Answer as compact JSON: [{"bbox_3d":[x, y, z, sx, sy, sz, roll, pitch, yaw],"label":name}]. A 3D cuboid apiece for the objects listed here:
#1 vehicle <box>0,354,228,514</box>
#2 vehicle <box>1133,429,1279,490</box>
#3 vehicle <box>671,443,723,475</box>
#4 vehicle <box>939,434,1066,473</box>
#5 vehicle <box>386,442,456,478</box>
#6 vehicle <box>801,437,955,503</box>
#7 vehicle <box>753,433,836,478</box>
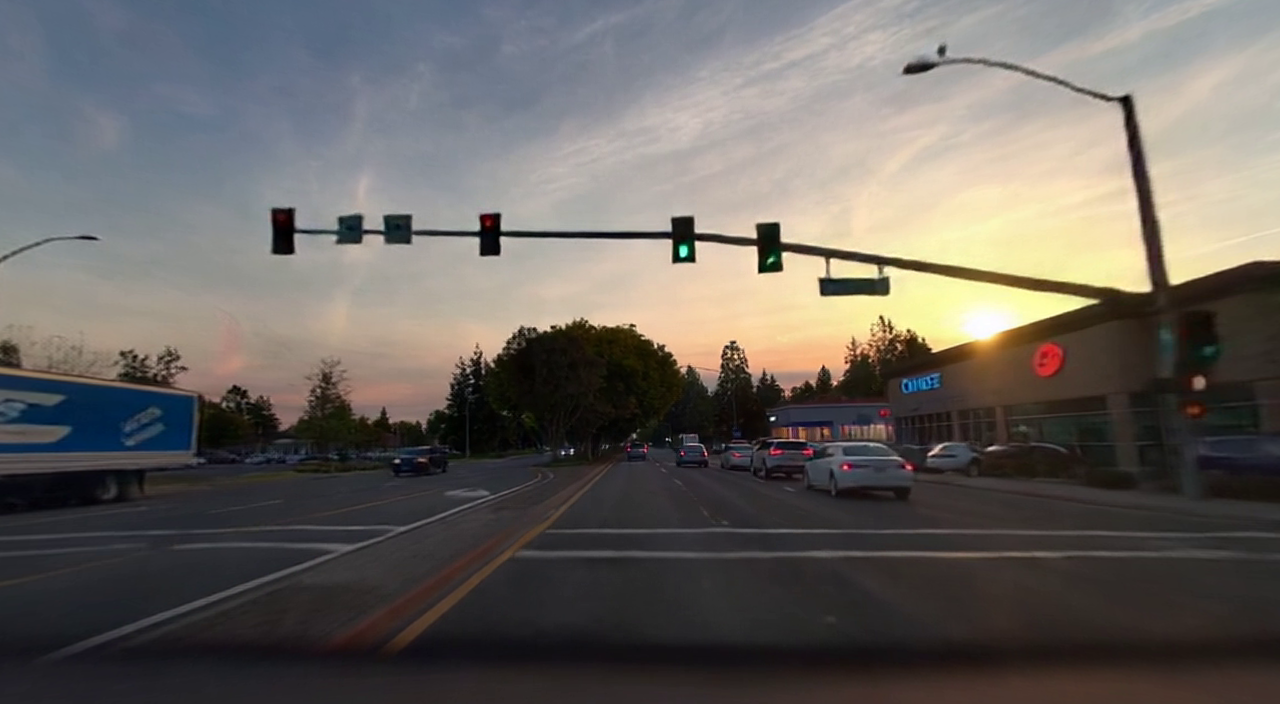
[{"bbox_3d":[-18.923,2.372,17.998,3.058,4.328,16.976,-1,-8,0],"label":"vehicle"},{"bbox_3d":[16.605,2.868,17.080,4.833,1.525,2.135,0,-9,-3],"label":"vehicle"},{"bbox_3d":[2.712,5.214,31.027,2.099,1.463,4.365,0,-8,-1],"label":"vehicle"},{"bbox_3d":[16.059,4.515,28.156,4.457,1.521,1.872,-2,-9,-3],"label":"vehicle"},{"bbox_3d":[-11.819,5.825,34.429,2.102,1.793,4.694,0,-8,0],"label":"vehicle"},{"bbox_3d":[6.083,3.077,16.940,2.150,1.485,4.919,0,-9,-1],"label":"vehicle"},{"bbox_3d":[6.878,4.676,28.851,2.268,1.822,5.038,0,-9,-3],"label":"vehicle"}]
